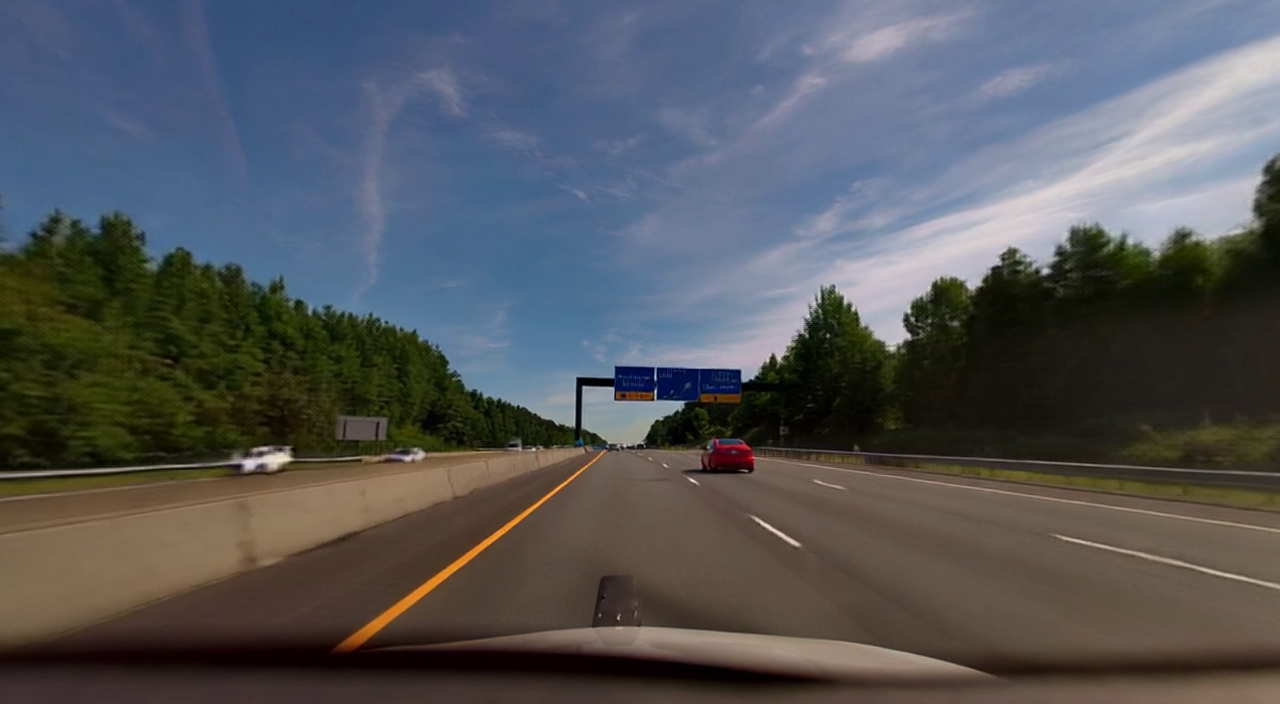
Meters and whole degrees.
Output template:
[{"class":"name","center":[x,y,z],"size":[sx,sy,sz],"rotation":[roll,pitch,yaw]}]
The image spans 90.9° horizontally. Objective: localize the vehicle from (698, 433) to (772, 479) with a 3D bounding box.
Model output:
[{"class":"vehicle","center":[3.437,3.835,23.618],"size":[1.958,1.526,4.227],"rotation":[0,-8,-3]}]

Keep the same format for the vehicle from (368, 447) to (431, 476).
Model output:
[{"class":"vehicle","center":[-13.595,6.196,35.900],"size":[1.951,1.474,4.413],"rotation":[0,-8,-2]}]

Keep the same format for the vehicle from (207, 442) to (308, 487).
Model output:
[{"class":"vehicle","center":[-16.989,4.956,28.264],"size":[1.910,1.796,4.280],"rotation":[0,-8,-2]}]
